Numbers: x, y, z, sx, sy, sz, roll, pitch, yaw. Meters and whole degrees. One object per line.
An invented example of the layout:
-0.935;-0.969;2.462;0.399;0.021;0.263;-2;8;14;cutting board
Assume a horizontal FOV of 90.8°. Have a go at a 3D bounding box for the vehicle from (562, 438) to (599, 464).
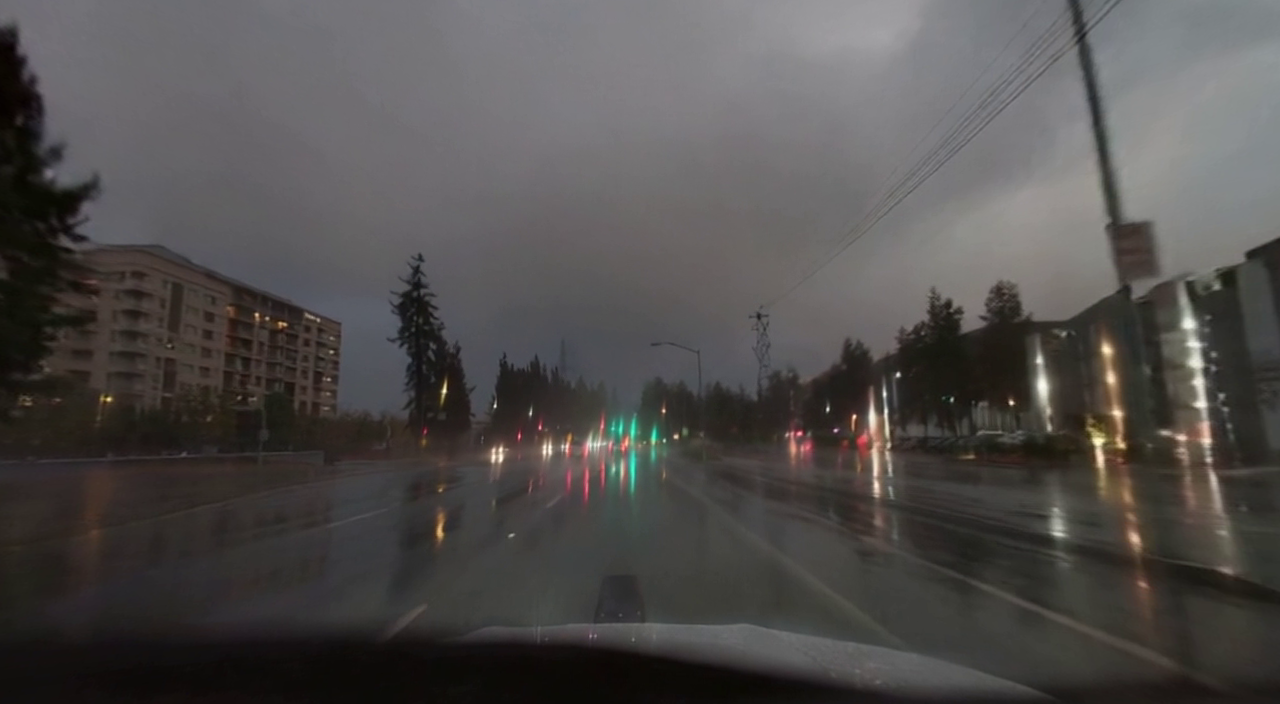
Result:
-3.918;6.627;42.318;2.121;1.654;3.993;0;-8;-1;vehicle
